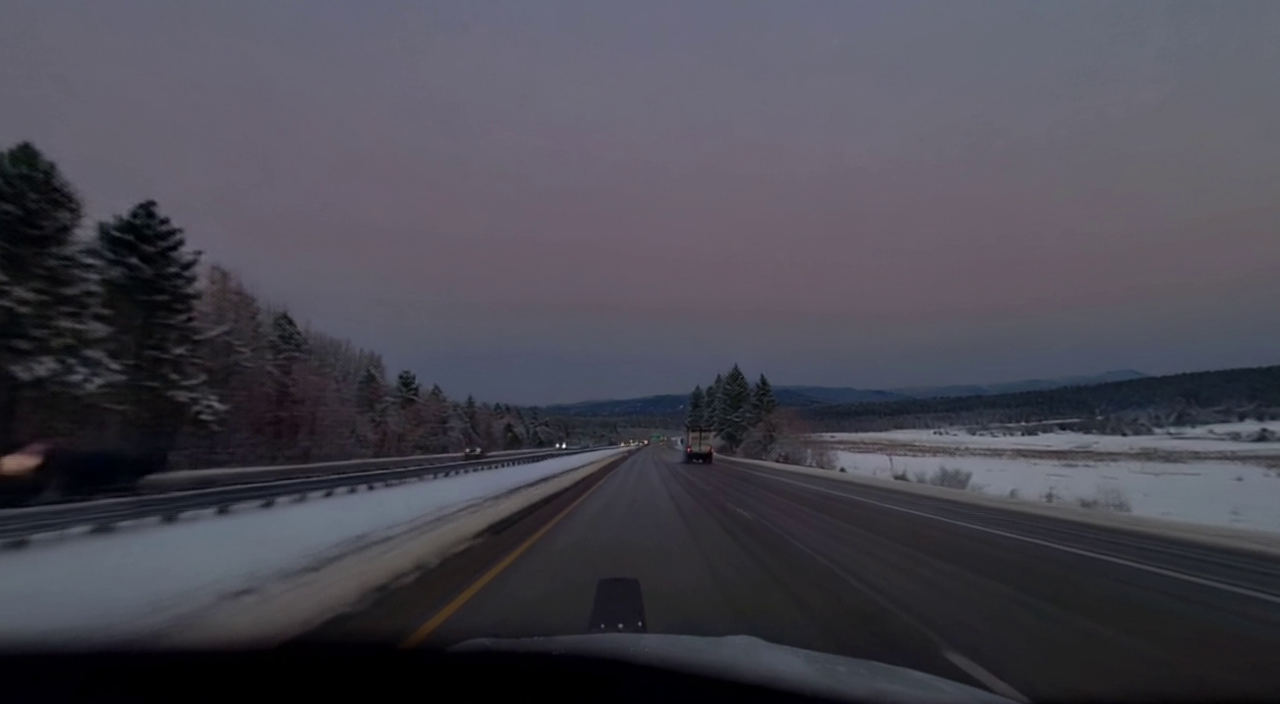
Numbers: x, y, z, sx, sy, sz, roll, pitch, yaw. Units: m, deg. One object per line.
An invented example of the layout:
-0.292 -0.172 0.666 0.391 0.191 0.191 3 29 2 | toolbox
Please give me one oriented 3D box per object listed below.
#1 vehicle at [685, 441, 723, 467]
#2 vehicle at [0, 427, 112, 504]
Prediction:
4.298 6.951 43.120 2.157 1.640 4.056 0 -8 0 | vehicle
-17.421 3.008 16.735 2.361 1.937 5.075 -1 -8 1 | vehicle
